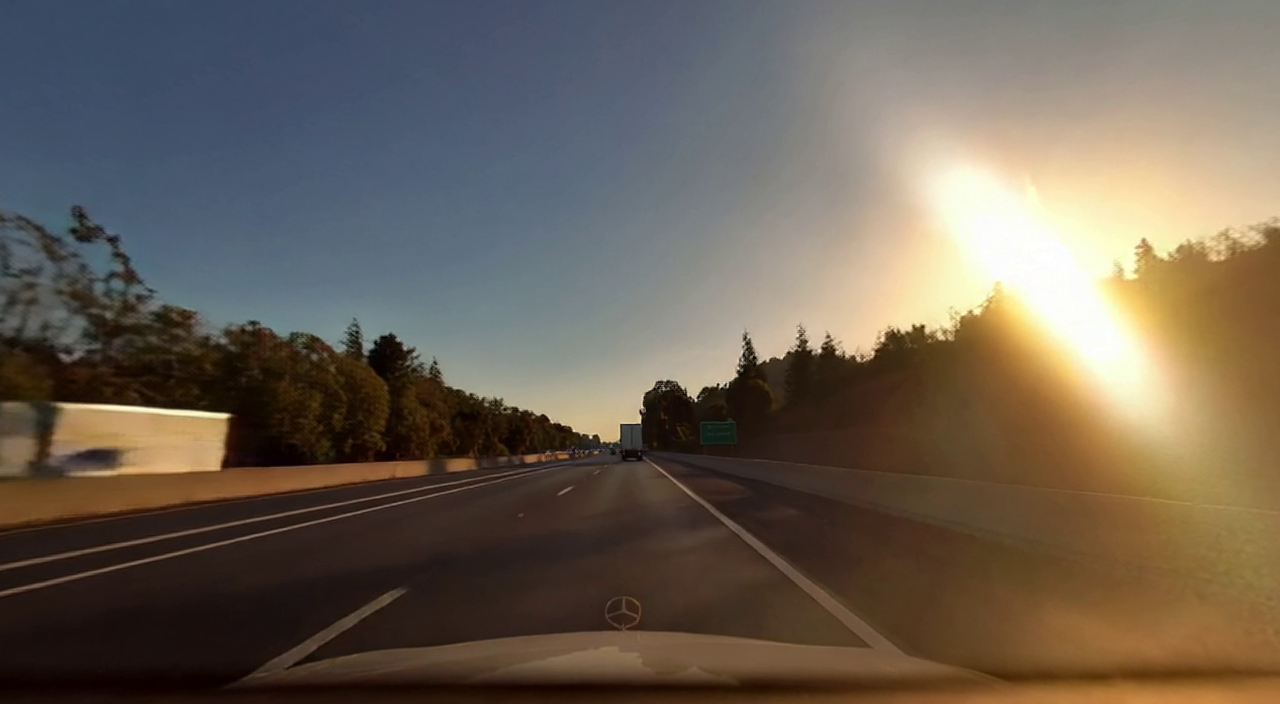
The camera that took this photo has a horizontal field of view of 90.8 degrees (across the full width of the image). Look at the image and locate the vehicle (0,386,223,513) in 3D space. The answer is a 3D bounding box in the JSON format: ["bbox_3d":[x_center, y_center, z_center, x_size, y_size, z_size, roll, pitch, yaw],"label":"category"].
[{"bbox_3d":[-17.494,3.130,20.374,2.698,3.285,7.761,0,-9,-1],"label":"vehicle"}]

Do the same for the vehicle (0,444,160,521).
[{"bbox_3d":[-13.470,2.864,14.328,1.893,1.486,4.135,0,-9,-1],"label":"vehicle"}]
